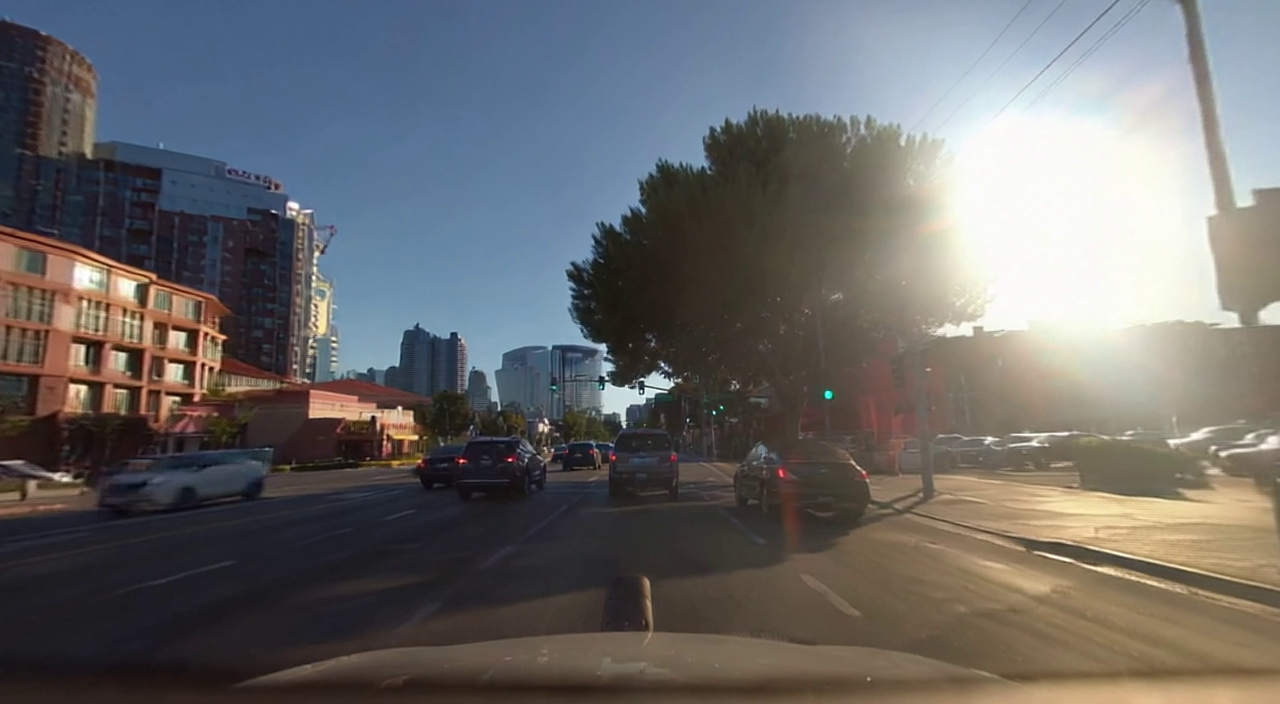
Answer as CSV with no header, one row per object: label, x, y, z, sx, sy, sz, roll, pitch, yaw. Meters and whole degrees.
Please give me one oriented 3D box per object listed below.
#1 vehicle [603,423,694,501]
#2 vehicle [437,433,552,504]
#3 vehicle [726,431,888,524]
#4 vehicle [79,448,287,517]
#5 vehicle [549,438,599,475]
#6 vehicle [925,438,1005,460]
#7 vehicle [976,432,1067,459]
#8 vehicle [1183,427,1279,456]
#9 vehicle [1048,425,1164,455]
vehicle,0.239,2.811,16.433,2.075,1.770,4.018,0,-8,1
vehicle,-3.625,2.974,16.514,1.886,1.599,4.247,0,-8,2
vehicle,2.997,2.356,12.426,2.030,1.492,4.383,0,-8,1
vehicle,-11.391,3.230,16.218,1.900,1.494,4.489,0,-8,1
vehicle,-3.086,5.006,30.286,1.894,1.642,3.861,0,-8,2
vehicle,21.517,6.434,41.851,4.315,1.461,1.803,-1,-9,6
vehicle,23.216,5.714,38.505,4.236,1.617,1.832,-1,-9,10
vehicle,37.139,5.571,39.251,4.409,1.696,2.180,-2,-9,12
vehicle,29.814,5.707,40.531,5.516,1.780,2.064,-2,-9,9
